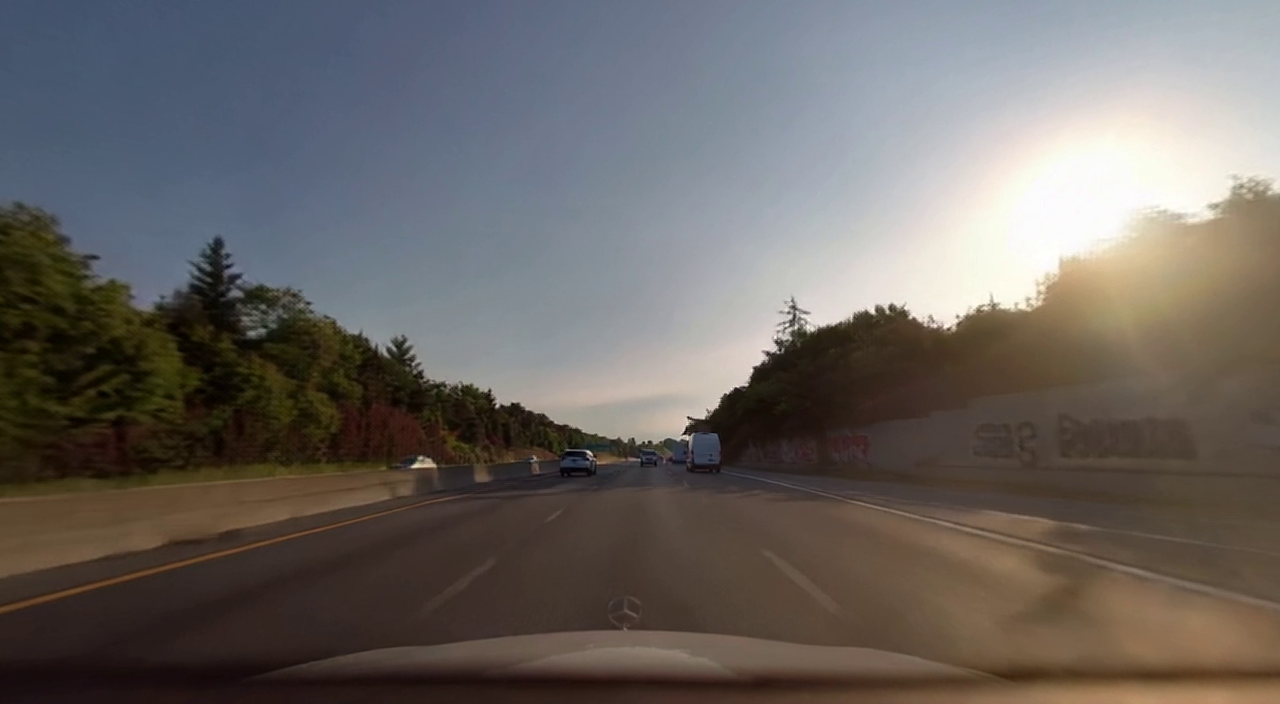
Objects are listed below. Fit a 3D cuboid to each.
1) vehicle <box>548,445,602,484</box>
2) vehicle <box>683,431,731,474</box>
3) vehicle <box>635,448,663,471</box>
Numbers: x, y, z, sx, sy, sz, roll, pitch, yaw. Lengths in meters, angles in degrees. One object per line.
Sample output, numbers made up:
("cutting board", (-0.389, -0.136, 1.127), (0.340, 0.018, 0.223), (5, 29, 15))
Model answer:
("vehicle", (-2.899, 5.137, 29.082), (1.964, 1.618, 4.489), (0, -9, 1))
("vehicle", (4.288, 6.586, 41.241), (2.469, 2.591, 5.653), (0, -9, 0))
("vehicle", (0.697, 8.402, 49.396), (2.108, 1.663, 3.159), (0, -9, 1))
